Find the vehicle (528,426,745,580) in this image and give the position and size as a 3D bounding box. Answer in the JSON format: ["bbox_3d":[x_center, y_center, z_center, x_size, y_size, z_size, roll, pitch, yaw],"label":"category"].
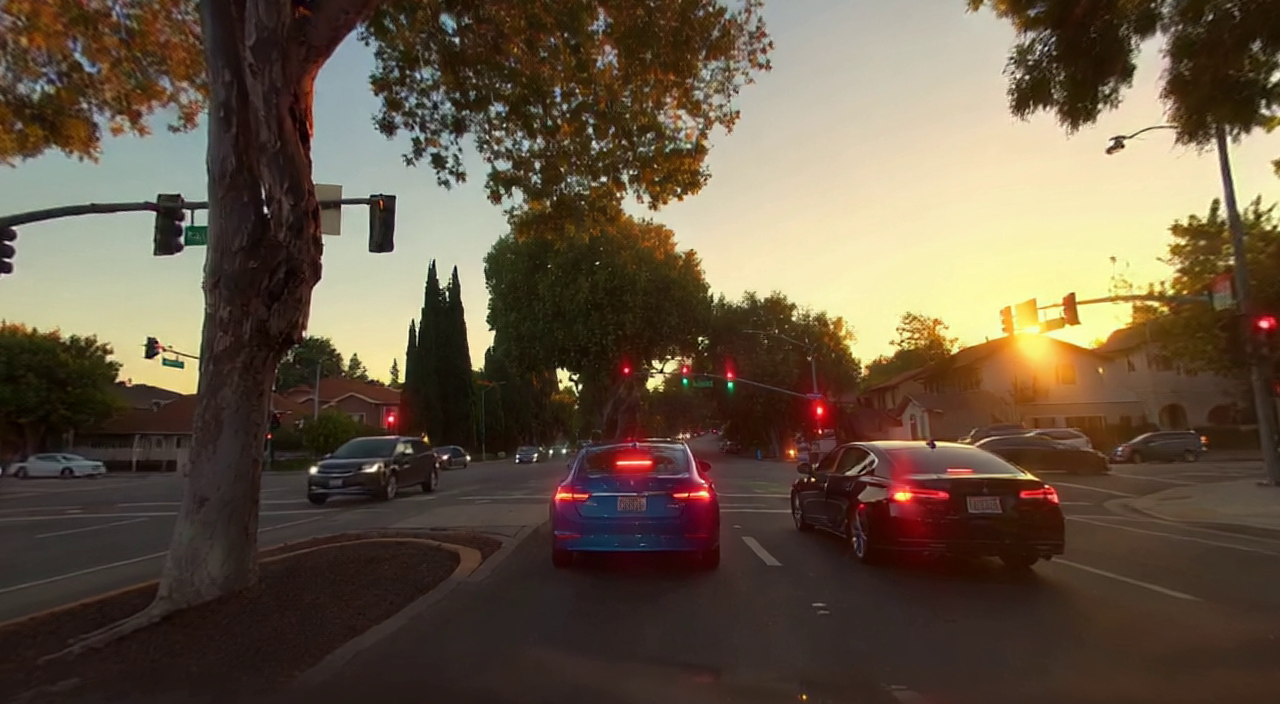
[{"bbox_3d":[-0.051,1.778,8.264,2.103,1.478,4.073,0,-8,-1],"label":"vehicle"}]

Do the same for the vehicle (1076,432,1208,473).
[{"bbox_3d":[23.993,4.790,30.314,4.520,1.762,2.005,-1,-8,-1],"label":"vehicle"}]

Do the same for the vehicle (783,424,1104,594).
[{"bbox_3d":[3.183,1.712,7.757,1.913,1.505,4.097,0,-8,0],"label":"vehicle"}]

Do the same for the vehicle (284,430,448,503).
[{"bbox_3d":[-7.486,3.188,18.038,2.383,1.779,4.973,0,-8,1],"label":"vehicle"}]

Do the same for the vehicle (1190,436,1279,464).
[{"bbox_3d":[32.404,5.203,33.625,4.489,1.432,1.790,0,-9,0],"label":"vehicle"}]

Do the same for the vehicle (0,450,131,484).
[{"bbox_3d":[-28.161,5.614,31.055,4.538,1.591,1.949,0,-8,1],"label":"vehicle"}]

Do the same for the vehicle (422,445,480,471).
[{"bbox_3d":[-11.373,6.385,38.307,2.125,1.476,4.385,-1,-8,1],"label":"vehicle"}]

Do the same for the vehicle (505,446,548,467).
[{"bbox_3d":[-7.570,6.986,42.468,2.040,1.374,4.150,0,-8,1],"label":"vehicle"}]
